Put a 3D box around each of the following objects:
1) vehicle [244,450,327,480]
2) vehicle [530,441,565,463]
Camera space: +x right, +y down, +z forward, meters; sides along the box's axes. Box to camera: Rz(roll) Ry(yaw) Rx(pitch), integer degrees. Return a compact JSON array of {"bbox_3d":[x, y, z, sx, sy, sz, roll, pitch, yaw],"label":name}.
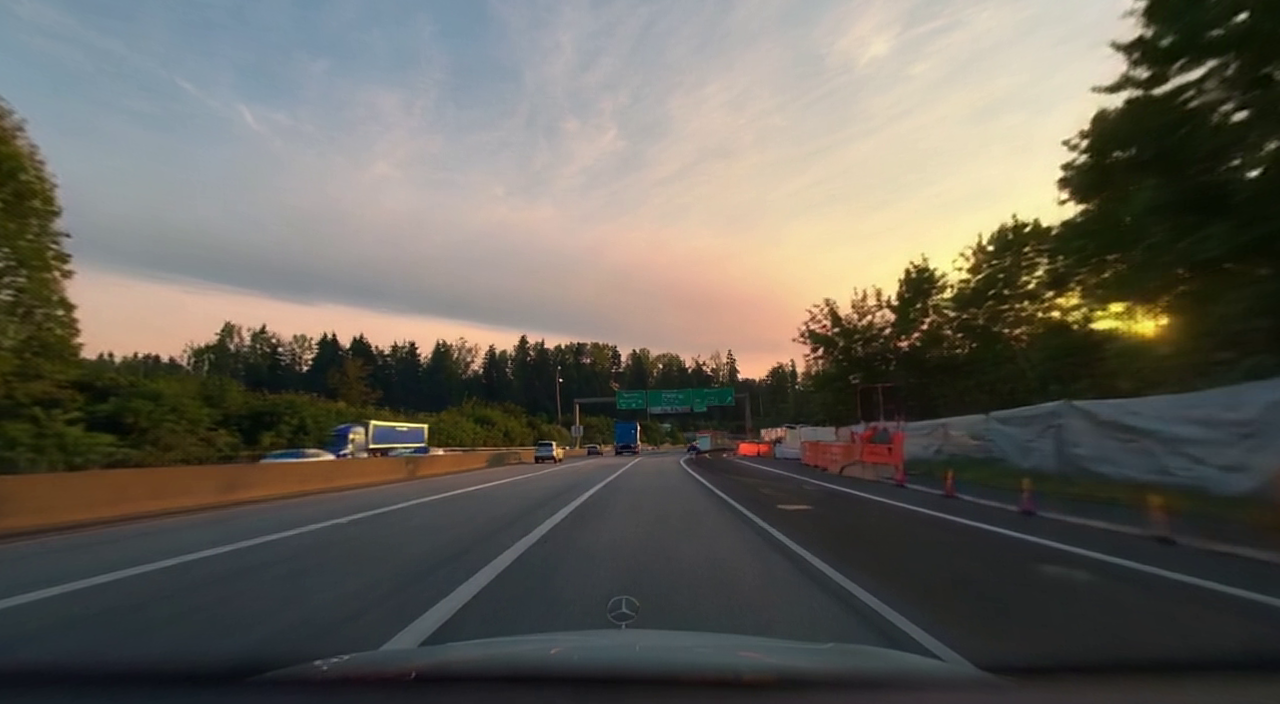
[{"bbox_3d":[-18.616,5.937,33.307,1.848,1.421,4.190,0,-9,2],"label":"vehicle"},{"bbox_3d":[-6.869,7.464,47.064,1.893,1.566,4.051,-1,-9,2],"label":"vehicle"}]
